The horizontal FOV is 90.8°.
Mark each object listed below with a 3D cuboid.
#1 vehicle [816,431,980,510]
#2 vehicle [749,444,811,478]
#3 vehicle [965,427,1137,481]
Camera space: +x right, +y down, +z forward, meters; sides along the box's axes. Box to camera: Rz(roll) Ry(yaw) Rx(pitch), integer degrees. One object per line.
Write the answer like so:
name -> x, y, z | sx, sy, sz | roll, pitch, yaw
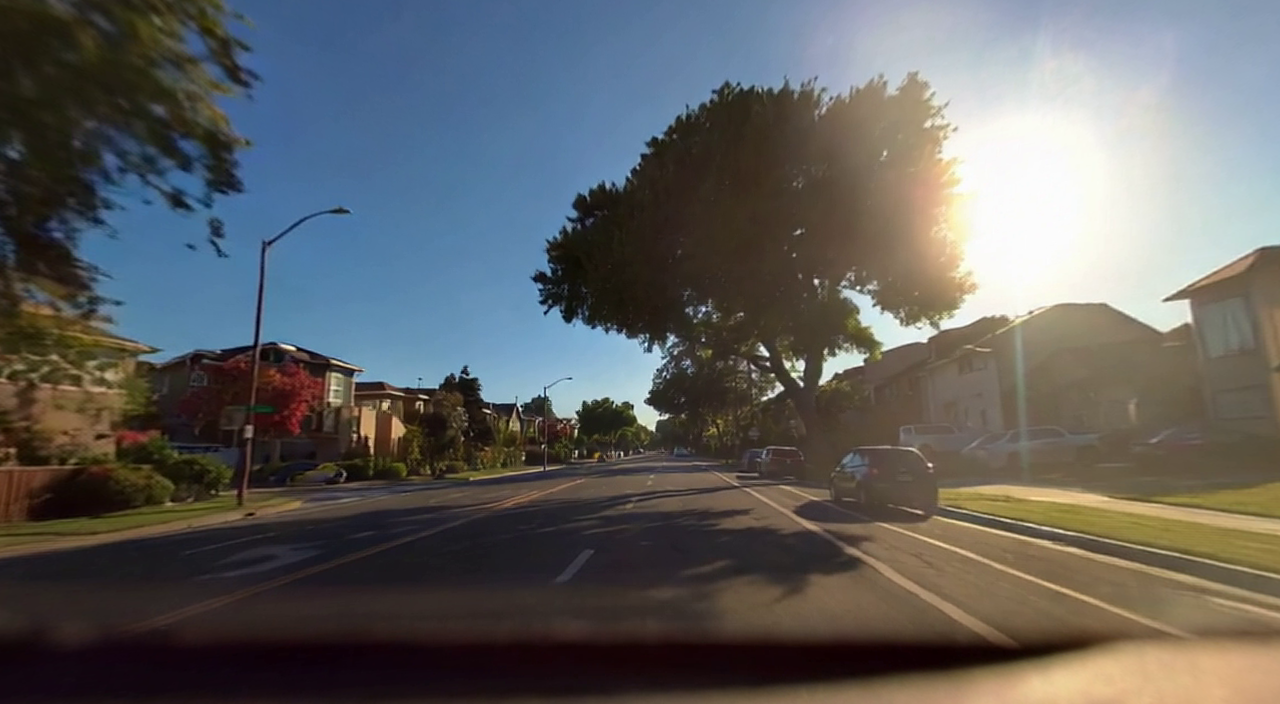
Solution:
vehicle -> 5.888, 2.809, 15.242 | 1.971, 1.558, 4.895 | -1, -9, 1
vehicle -> 6.693, 5.229, 30.674 | 1.938, 1.464, 4.390 | -1, -8, -1
vehicle -> 14.118, 3.531, 21.999 | 4.319, 1.760, 2.300 | -1, -8, 4
